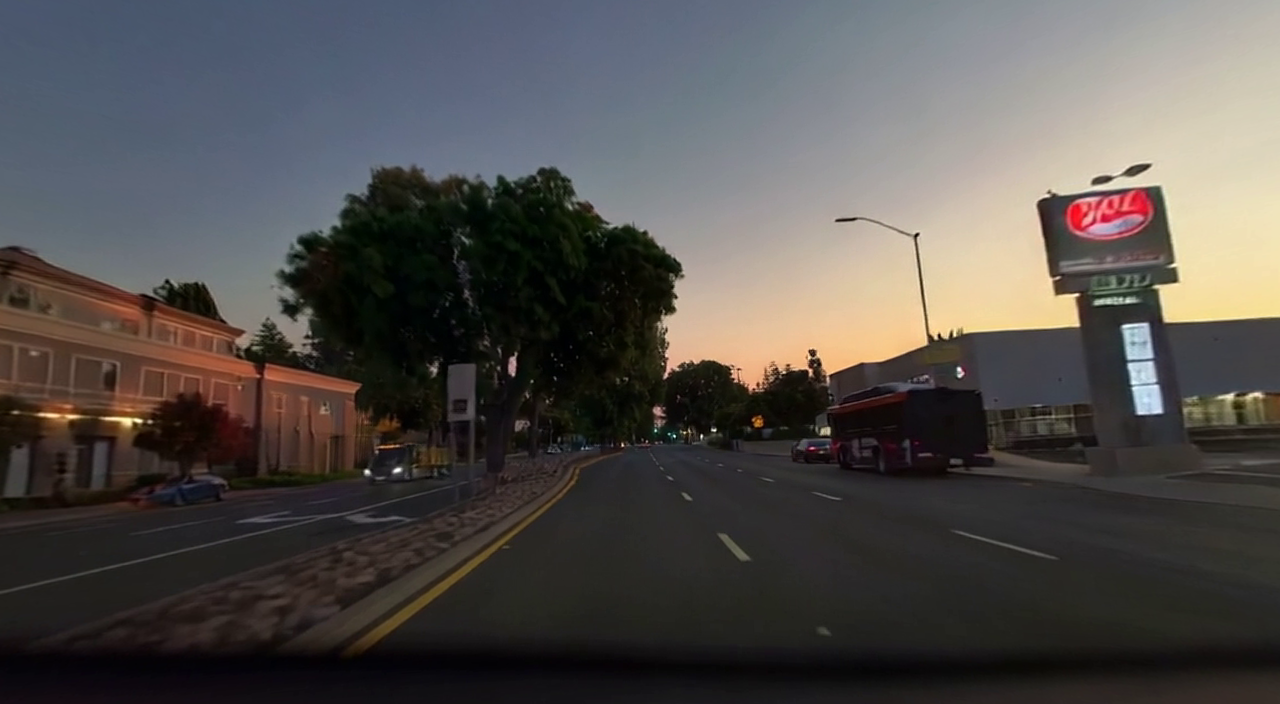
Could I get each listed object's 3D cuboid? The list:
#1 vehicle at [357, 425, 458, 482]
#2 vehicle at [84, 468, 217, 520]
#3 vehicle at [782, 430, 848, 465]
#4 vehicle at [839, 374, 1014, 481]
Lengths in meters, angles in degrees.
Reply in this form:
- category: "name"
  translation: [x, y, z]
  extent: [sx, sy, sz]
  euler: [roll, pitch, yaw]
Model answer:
- category: "vehicle"
  translation: [-15.346, 6.831, 42.846]
  extent: [3.179, 3.378, 9.825]
  euler: [0, -8, 0]
- category: "vehicle"
  translation: [-19.581, 5.655, 25.585]
  extent: [1.984, 1.578, 4.507]
  euler: [-4, -8, -2]
- category: "vehicle"
  translation: [9.689, 5.350, 35.466]
  extent: [2.147, 1.781, 5.063]
  euler: [0, -8, -1]
- category: "vehicle"
  translation: [9.773, 2.788, 22.696]
  extent: [2.923, 3.249, 6.993]
  euler: [0, -8, 0]
